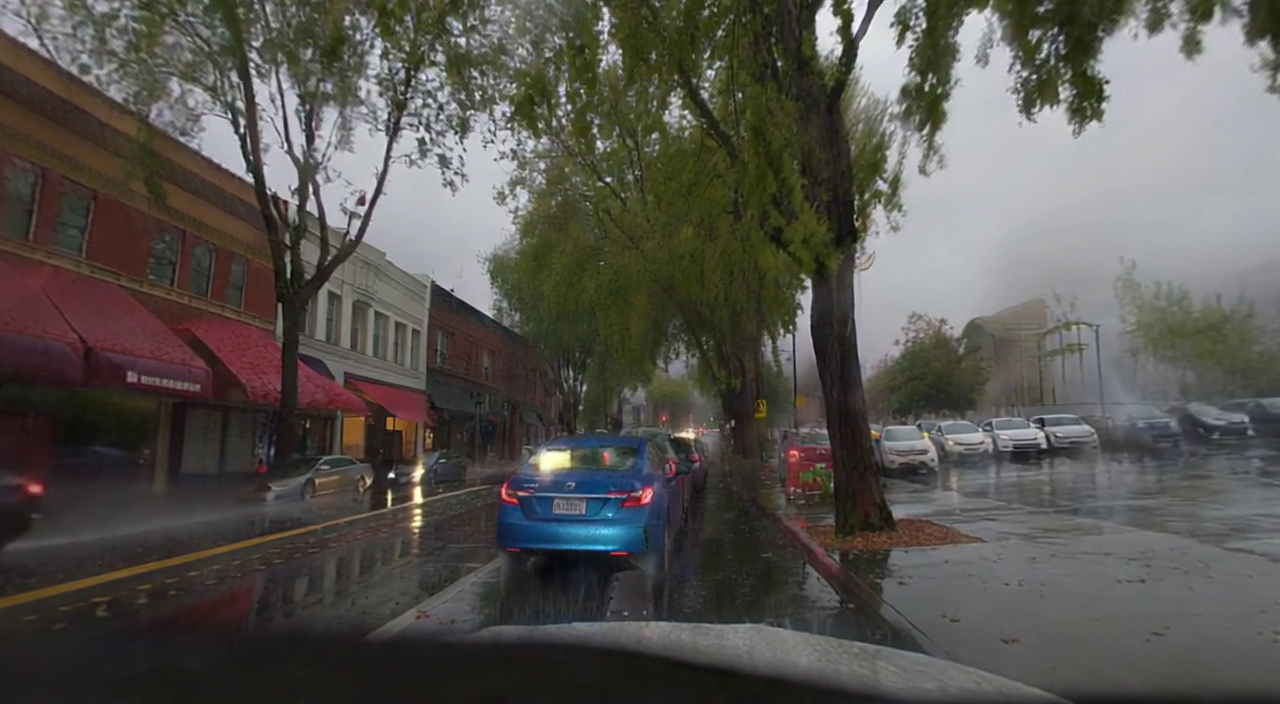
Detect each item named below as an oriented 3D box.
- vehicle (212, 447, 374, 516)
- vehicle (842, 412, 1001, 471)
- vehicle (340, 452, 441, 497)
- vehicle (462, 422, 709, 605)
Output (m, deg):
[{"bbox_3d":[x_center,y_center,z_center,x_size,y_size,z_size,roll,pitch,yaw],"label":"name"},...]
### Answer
[{"bbox_3d":[-11.009,4.069,20.589,2.081,1.718,5.342,-6,-9,3],"label":"vehicle"},{"bbox_3d":[9.016,2.833,20.221,4.558,1.528,1.915,0,-8,-23],"label":"vehicle"},{"bbox_3d":[-10.259,5.033,26.280,1.826,1.432,4.556,-7,-9,8],"label":"vehicle"},{"bbox_3d":[-0.277,1.634,7.289,1.939,1.478,3.922,-2,-8,9],"label":"vehicle"}]
